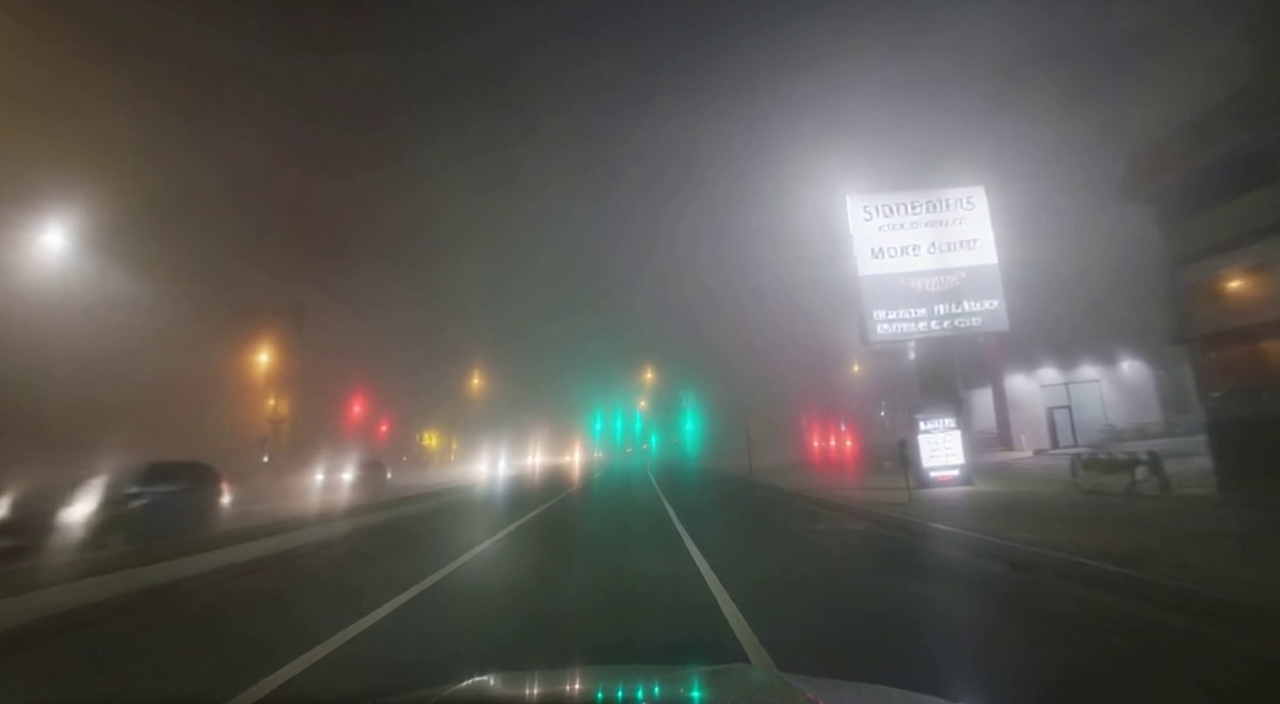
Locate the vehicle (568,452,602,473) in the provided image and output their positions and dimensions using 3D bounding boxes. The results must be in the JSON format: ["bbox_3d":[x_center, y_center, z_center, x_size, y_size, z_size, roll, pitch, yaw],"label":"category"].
[{"bbox_3d":[-3.897,7.852,45.192,1.962,1.420,4.021,-1,-9,2],"label":"vehicle"}]

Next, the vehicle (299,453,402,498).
[{"bbox_3d":[-13.034,5.551,28.881,2.347,1.857,4.860,0,-9,0],"label":"vehicle"}]

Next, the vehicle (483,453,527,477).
[{"bbox_3d":[-9.691,8.117,45.637,1.994,1.550,5.009,-1,-9,1],"label":"vehicle"}]

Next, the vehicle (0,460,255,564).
[{"bbox_3d":[-9.496,2.768,11.638,2.050,1.457,4.338,0,-9,0],"label":"vehicle"}]
